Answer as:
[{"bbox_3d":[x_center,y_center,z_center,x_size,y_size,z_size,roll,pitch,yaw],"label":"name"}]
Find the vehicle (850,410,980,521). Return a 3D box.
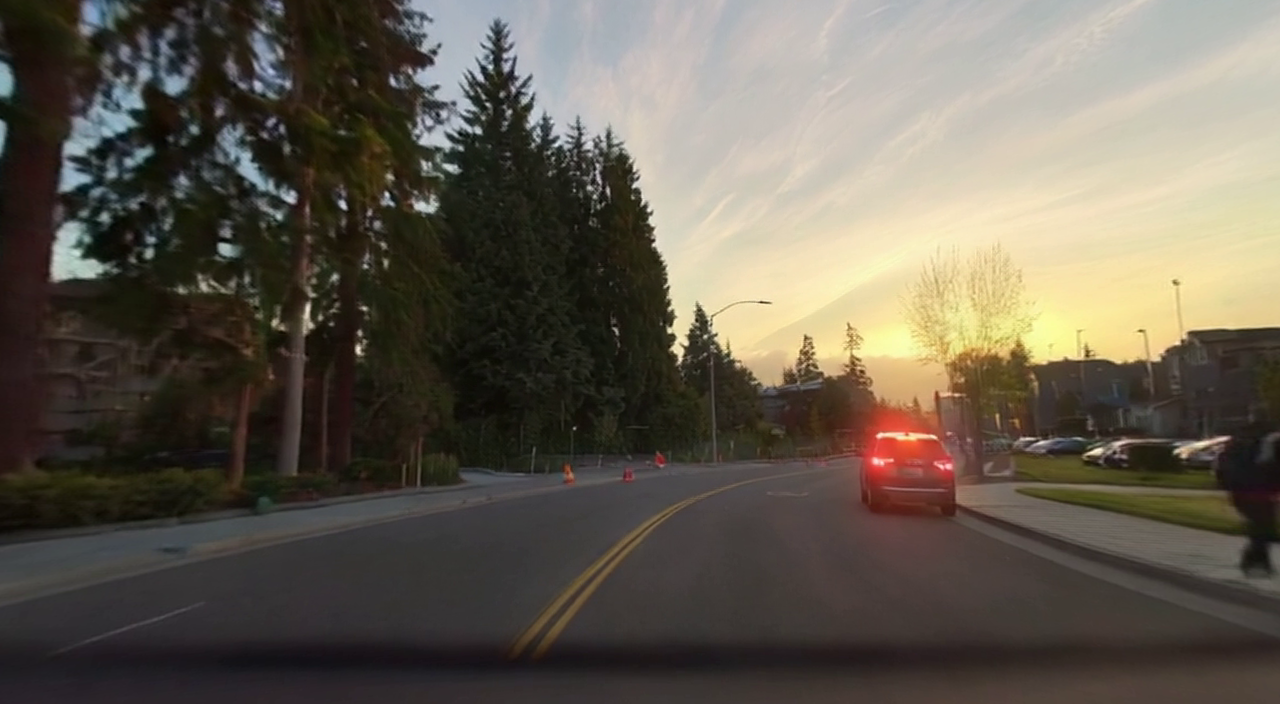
[{"bbox_3d":[6.225,2.583,14.707,2.043,2.250,3.024,-1,-9,11],"label":"vehicle"}]
